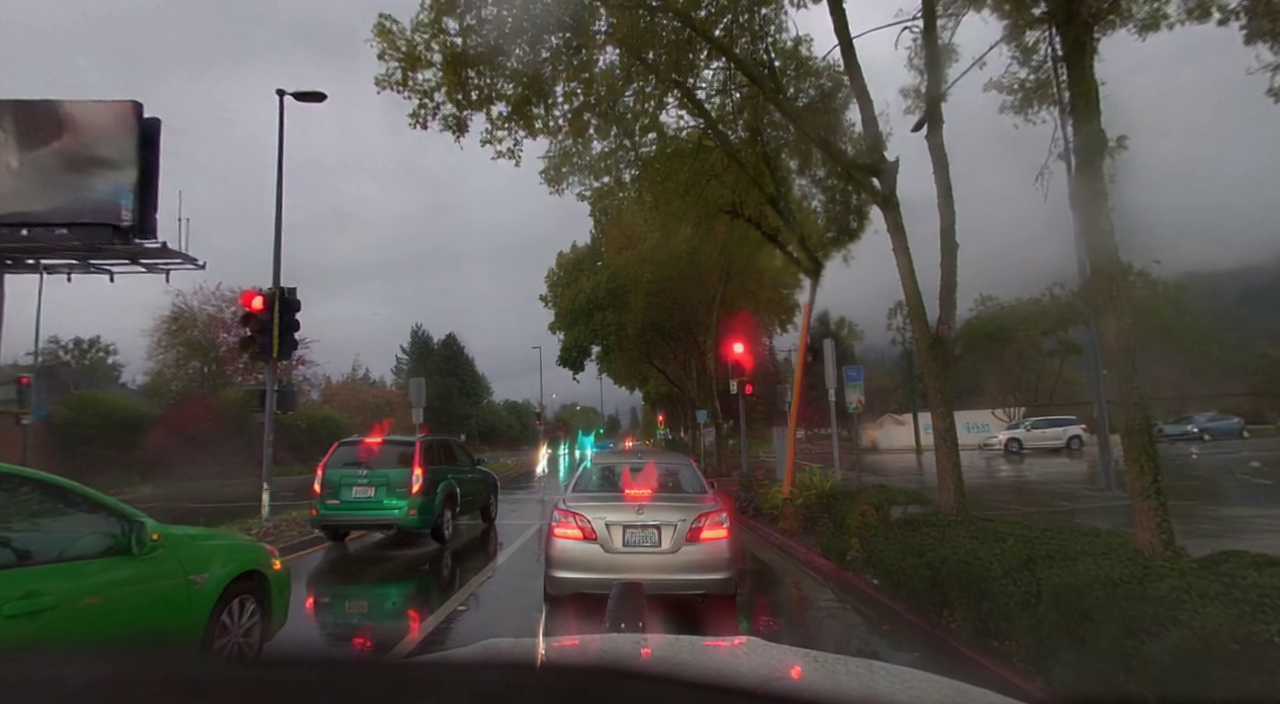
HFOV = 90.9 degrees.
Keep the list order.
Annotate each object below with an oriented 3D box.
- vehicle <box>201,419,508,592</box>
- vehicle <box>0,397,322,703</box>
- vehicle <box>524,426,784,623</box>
[{"bbox_3d":[-3.169,1.783,8.126,1.950,1.628,4.082,-1,-9,1],"label":"vehicle"},{"bbox_3d":[-3.157,0.961,2.410,1.808,1.520,3.846,-1,-9,1],"label":"vehicle"},{"bbox_3d":[0.039,1.586,6.618,1.977,1.467,3.474,0,-9,-2],"label":"vehicle"}]
